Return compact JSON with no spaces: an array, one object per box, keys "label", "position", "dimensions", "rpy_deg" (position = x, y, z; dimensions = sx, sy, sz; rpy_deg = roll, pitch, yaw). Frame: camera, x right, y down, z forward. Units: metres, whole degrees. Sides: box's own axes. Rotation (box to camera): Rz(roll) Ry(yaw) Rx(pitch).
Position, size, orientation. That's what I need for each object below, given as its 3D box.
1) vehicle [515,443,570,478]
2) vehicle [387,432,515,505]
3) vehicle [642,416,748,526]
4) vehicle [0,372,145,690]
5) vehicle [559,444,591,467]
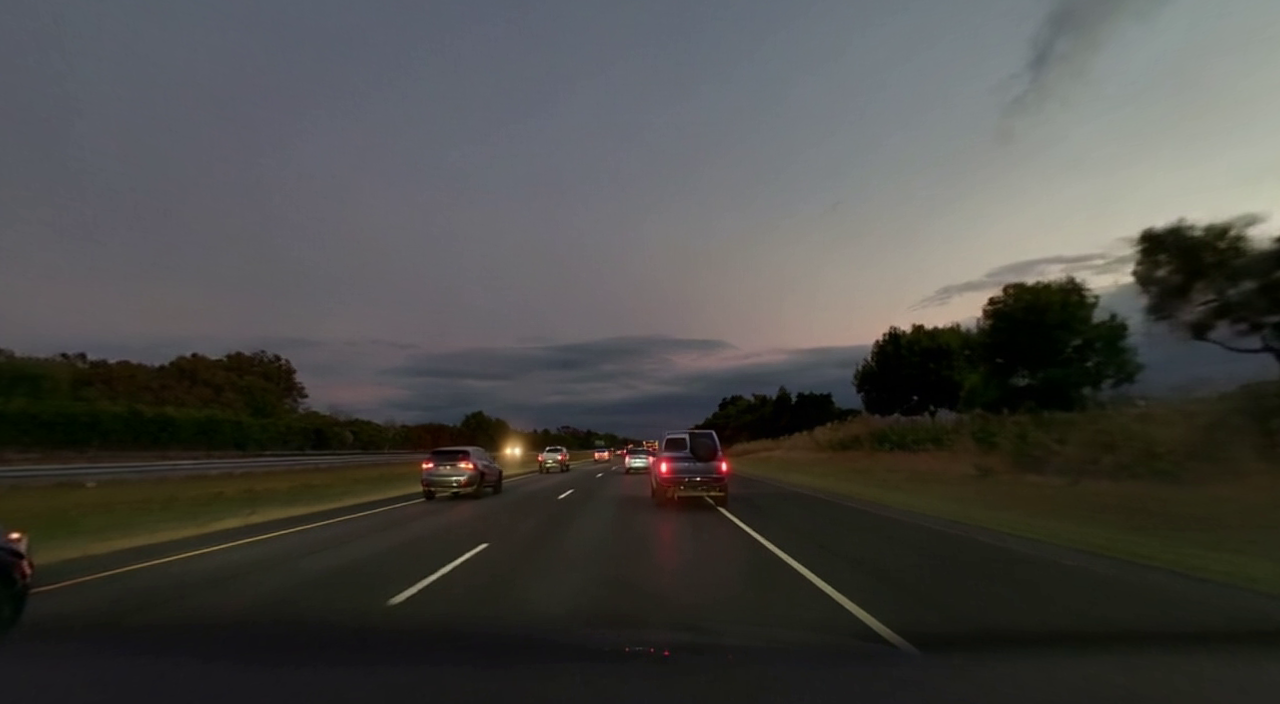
[{"label":"vehicle","position":[-4.470,5.029,29.408],"dimensions":[1.867,1.489,3.829],"rpy_deg":[0,-9,1]},{"label":"vehicle","position":[-4.730,2.976,16.501],"dimensions":[1.934,1.642,4.201],"rpy_deg":[0,-9,2]},{"label":"vehicle","position":[0.971,2.400,13.153],"dimensions":[1.825,1.920,3.960],"rpy_deg":[0,-9,0]},{"label":"vehicle","position":[-4.375,0.766,2.161],"dimensions":[2.034,1.642,3.969],"rpy_deg":[0,-9,1]},{"label":"vehicle","position":[-4.548,7.362,44.798],"dimensions":[1.855,1.527,4.209],"rpy_deg":[0,-9,0]}]
